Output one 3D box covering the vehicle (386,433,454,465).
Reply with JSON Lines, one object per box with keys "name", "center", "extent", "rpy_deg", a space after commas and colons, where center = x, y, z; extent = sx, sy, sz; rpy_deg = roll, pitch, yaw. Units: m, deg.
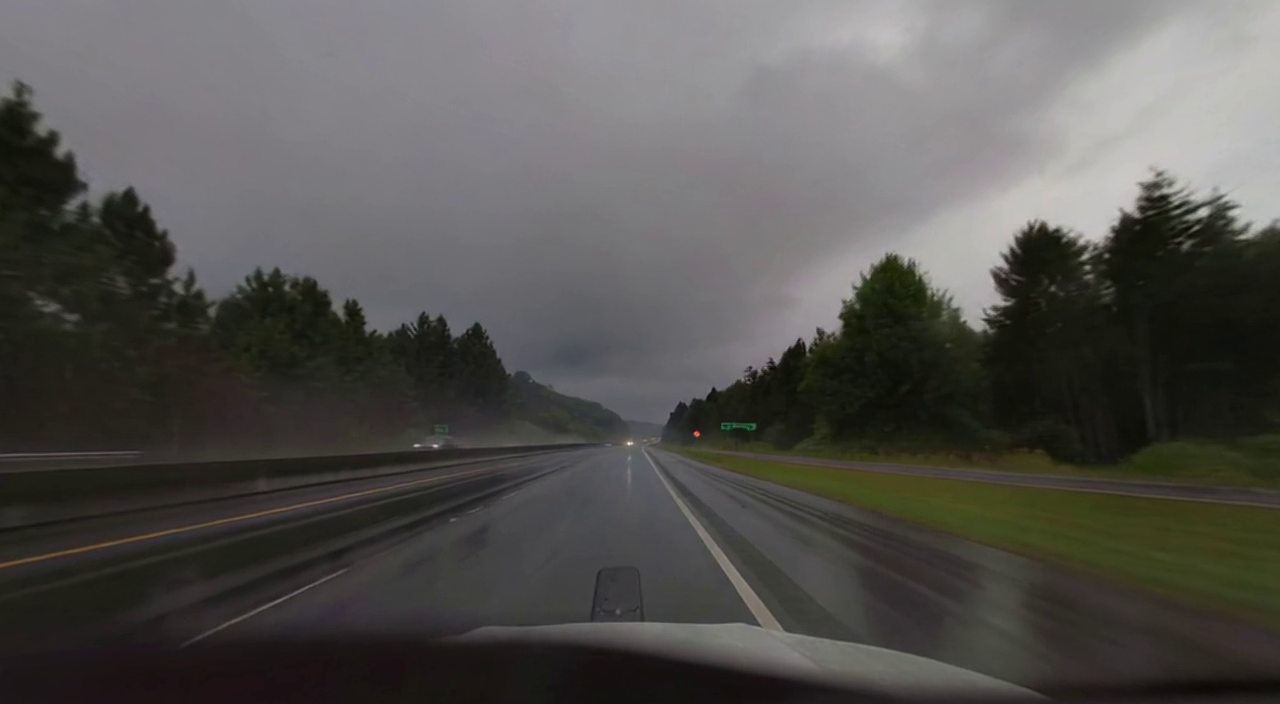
{"name": "vehicle", "center": [-11.150, 4.942, 32.146], "extent": [1.857, 1.497, 4.398], "rpy_deg": [0, -8, 0]}
